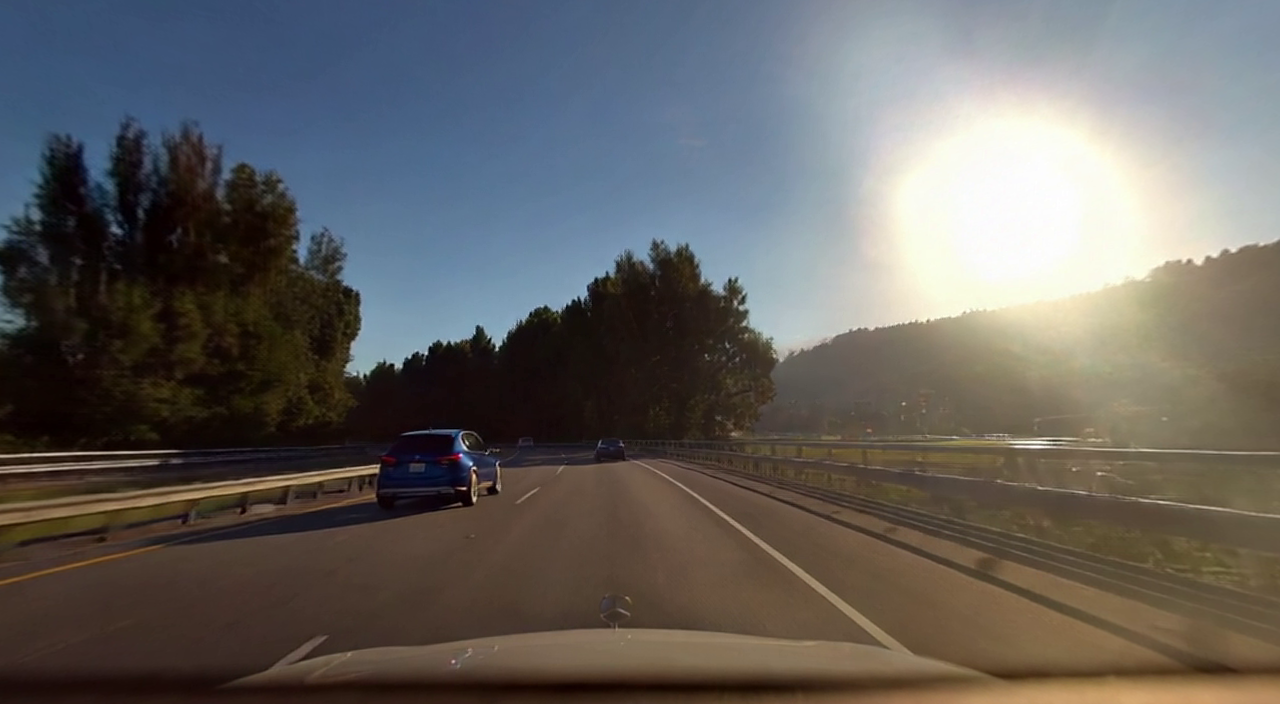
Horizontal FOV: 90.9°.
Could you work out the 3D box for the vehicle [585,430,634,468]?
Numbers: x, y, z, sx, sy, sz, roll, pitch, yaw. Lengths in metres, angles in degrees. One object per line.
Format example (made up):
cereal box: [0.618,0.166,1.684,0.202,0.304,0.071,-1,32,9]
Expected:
vehicle: [-1.688,5.092,33.377,2.452,1.857,4.022,1,-8,-5]

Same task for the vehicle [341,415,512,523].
vehicle: [-4.162,2.339,13.290,2.053,1.847,4.760,0,-8,-2]
